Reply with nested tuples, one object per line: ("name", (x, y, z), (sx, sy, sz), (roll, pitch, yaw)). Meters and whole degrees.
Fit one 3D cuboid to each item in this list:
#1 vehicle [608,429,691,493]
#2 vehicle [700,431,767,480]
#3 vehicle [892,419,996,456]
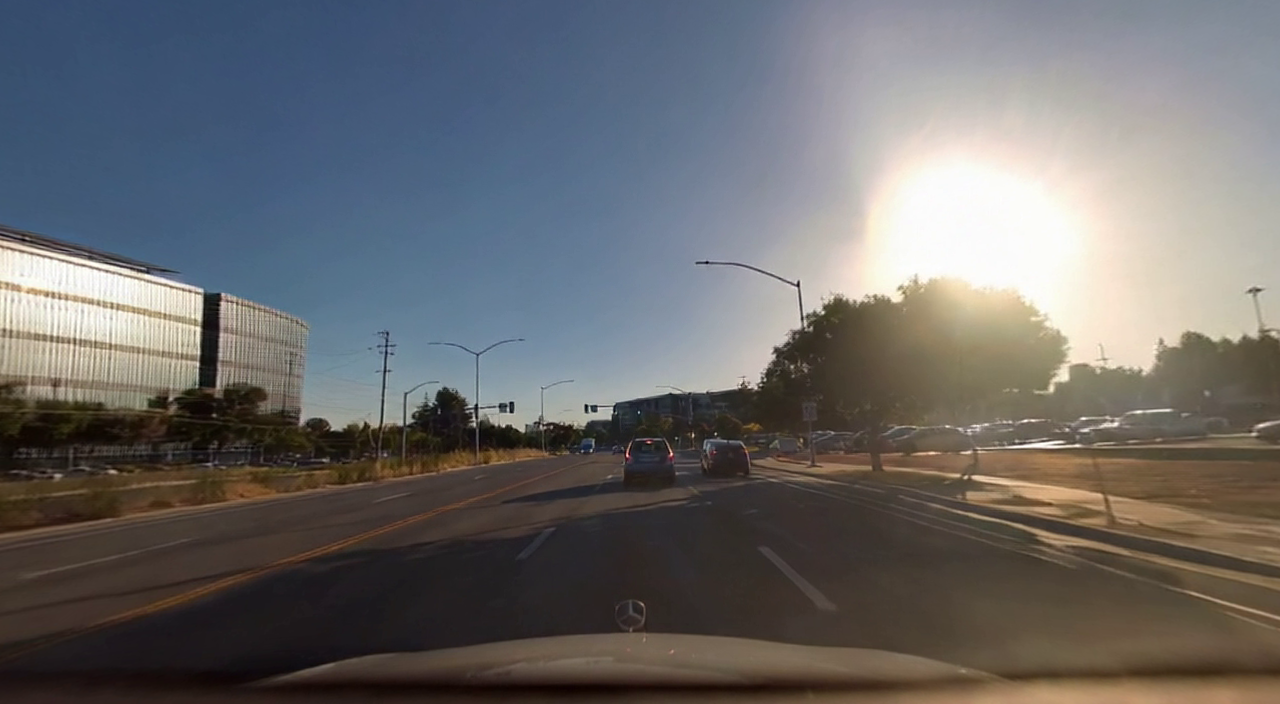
("vehicle", (0.247, 3.223, 18.903), (2.200, 1.653, 4.127), (0, -9, 0))
("vehicle", (3.504, 3.994, 24.428), (1.914, 1.698, 4.049), (0, -9, -1))
("vehicle", (15.924, 4.524, 33.145), (4.366, 1.701, 1.965), (-2, -9, -1))
